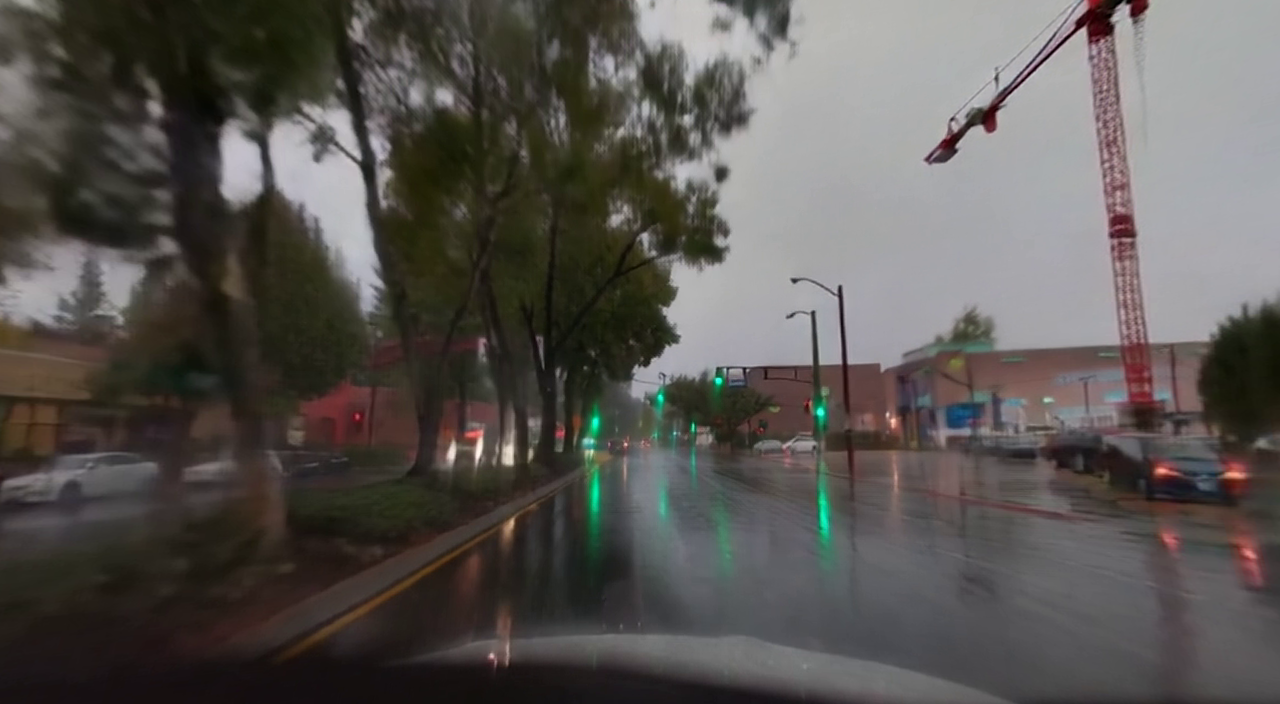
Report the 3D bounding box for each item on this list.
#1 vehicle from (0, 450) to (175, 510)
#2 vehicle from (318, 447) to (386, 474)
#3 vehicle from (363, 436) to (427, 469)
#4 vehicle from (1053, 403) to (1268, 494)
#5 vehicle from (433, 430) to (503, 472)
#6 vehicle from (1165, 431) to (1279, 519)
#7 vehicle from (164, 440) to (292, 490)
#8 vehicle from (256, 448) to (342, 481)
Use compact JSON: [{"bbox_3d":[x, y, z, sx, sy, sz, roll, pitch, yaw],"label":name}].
[{"bbox_3d":[-16.427,3.663,18.615,1.780,1.493,4.703,0,-8,1],"label":"vehicle"},{"bbox_3d":[-16.673,6.263,36.787,1.804,1.467,4.489,0,-8,0],"label":"vehicle"},{"bbox_3d":[-16.621,6.874,43.220,2.190,2.069,5.804,0,-8,-2],"label":"vehicle"},{"bbox_3d":[15.004,2.887,19.024,2.798,2.168,7.202,-4,-9,21],"label":"vehicle"},{"bbox_3d":[-8.817,5.141,32.938,2.227,1.956,4.978,0,-8,0],"label":"vehicle"},{"bbox_3d":[12.521,2.323,12.350,1.961,1.485,4.762,-3,-9,21],"label":"vehicle"},{"bbox_3d":[-16.362,4.485,25.452,2.070,1.774,4.549,0,-8,0],"label":"vehicle"},{"bbox_3d":[-16.577,5.442,31.002,1.765,1.473,4.423,0,-8,-1],"label":"vehicle"}]
